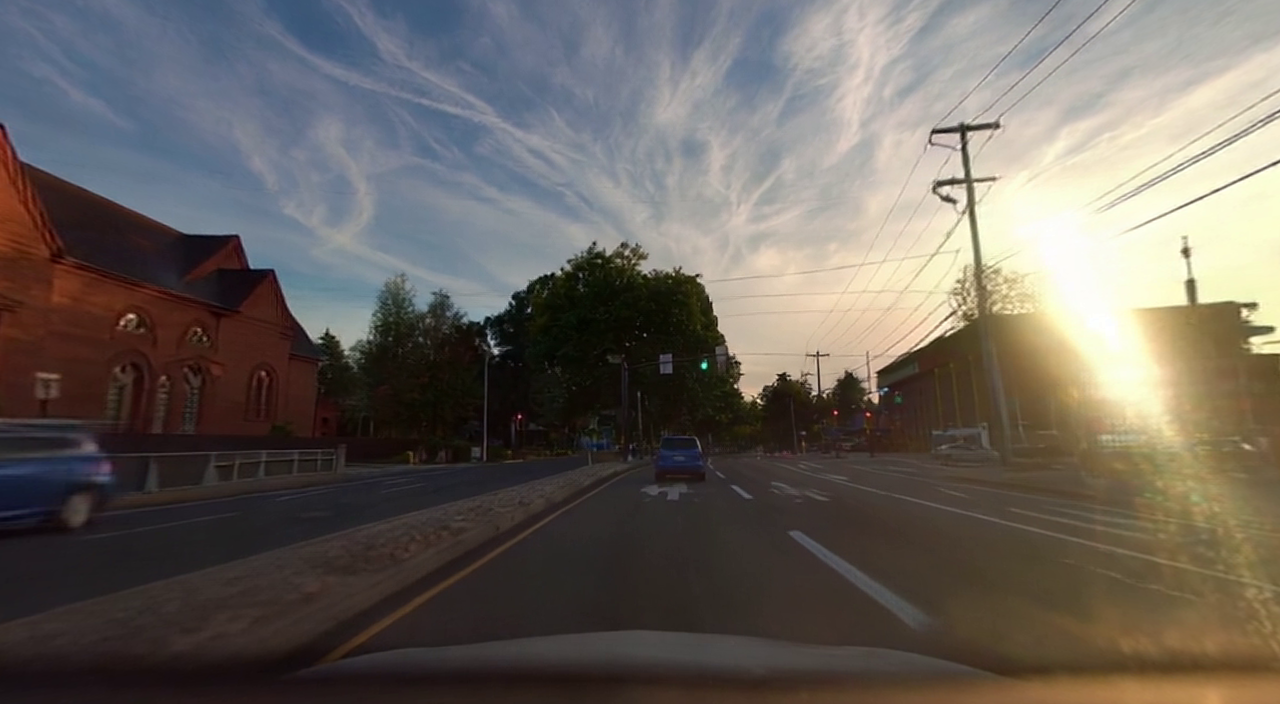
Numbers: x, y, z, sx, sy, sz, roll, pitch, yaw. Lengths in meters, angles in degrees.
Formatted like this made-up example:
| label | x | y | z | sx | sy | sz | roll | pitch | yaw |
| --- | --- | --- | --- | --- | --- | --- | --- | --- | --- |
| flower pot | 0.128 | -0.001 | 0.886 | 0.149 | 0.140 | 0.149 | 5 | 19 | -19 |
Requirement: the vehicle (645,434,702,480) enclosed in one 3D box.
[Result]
| label | x | y | z | sx | sy | sz | roll | pitch | yaw |
| --- | --- | --- | --- | --- | --- | --- | --- | --- | --- |
| vehicle | 1.372 | 4.079 | 24.768 | 2.032 | 1.621 | 4.082 | -1 | -9 | 4 |

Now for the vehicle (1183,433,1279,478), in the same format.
| label | x | y | z | sx | sy | sz | roll | pitch | yaw |
| --- | --- | --- | --- | --- | --- | --- | --- | --- | --- |
| vehicle | 25.485 | 4.229 | 26.093 | 4.510 | 1.733 | 2.066 | 1 | -9 | -10 |

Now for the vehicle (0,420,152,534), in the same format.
| label | x | y | z | sx | sy | sz | roll | pitch | yaw |
| --- | --- | --- | --- | --- | --- | --- | --- | --- | --- |
| vehicle | -11.580 | 2.094 | 10.636 | 2.159 | 1.850 | 4.944 | -2 | -9 | 12 |
